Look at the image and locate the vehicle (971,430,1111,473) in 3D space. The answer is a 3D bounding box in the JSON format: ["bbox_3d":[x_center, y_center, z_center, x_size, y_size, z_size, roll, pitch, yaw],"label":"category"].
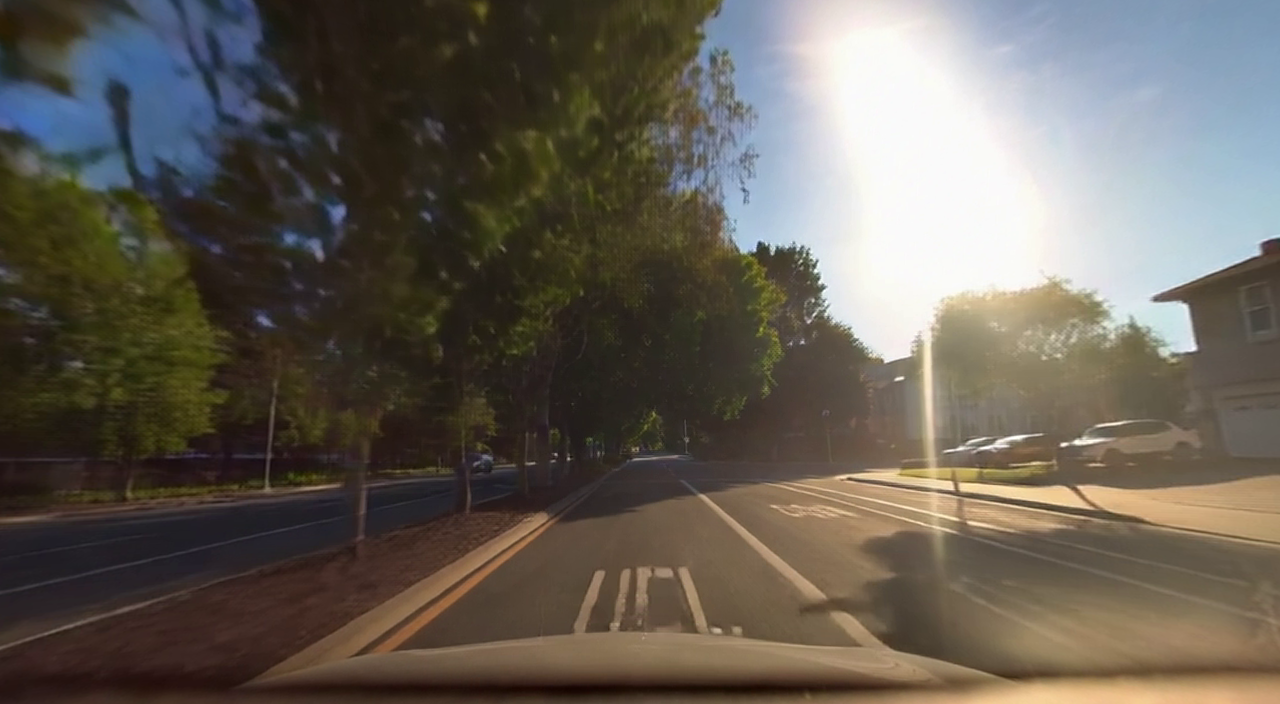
[{"bbox_3d":[17.794,4.411,27.979,4.868,1.768,2.030,0,-8,-4],"label":"vehicle"}]

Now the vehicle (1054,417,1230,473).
[{"bbox_3d":[18.046,3.368,22.721,4.611,1.920,2.043,0,-9,-3],"label":"vehicle"}]

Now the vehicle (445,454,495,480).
[{"bbox_3d":[-12.118,8.198,45.073,2.007,1.655,4.649,-1,-8,3],"label":"vehicle"}]
